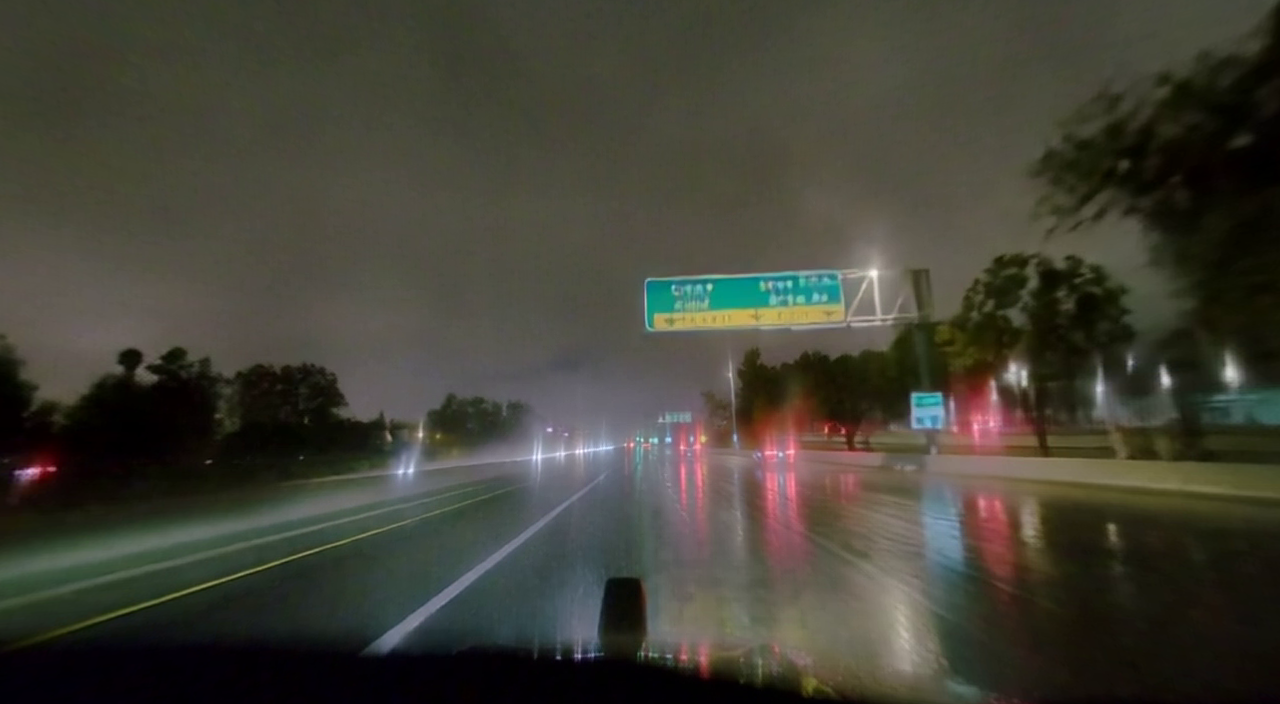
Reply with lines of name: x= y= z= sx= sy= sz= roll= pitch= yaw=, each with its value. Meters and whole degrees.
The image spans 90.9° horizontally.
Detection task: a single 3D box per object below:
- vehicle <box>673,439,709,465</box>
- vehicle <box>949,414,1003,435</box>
vehicle: x=3.649 y=7.256 z=45.708 sx=2.099 sy=1.748 sz=4.331 roll=0 pitch=-9 yaw=-2
vehicle: x=26.463 y=5.766 z=49.789 sx=1.887 sy=1.537 sz=3.996 roll=0 pitch=-8 yaw=-2
